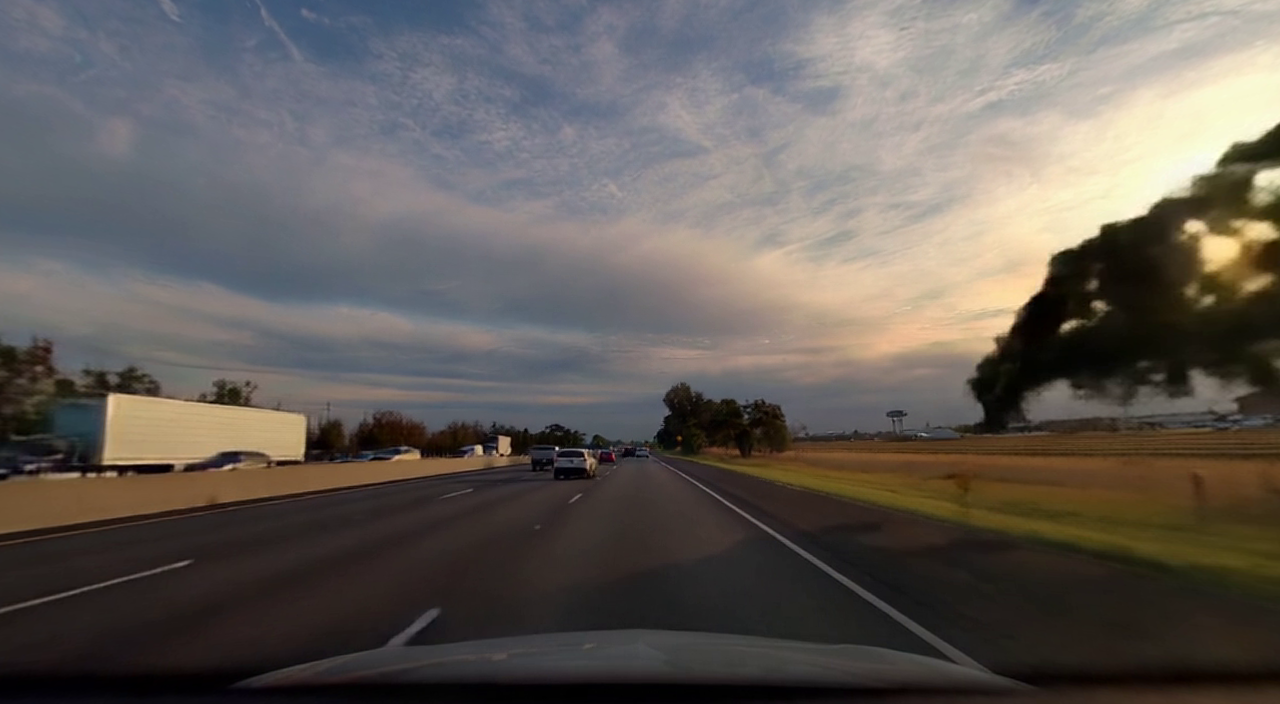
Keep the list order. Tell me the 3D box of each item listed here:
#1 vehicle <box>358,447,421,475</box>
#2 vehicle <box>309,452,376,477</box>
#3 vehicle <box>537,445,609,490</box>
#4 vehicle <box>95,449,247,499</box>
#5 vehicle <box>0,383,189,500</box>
[{"bbox_3d":[-15.460,6.745,39.255,1.996,1.562,4.705,0,-9,0],"label":"vehicle"},{"bbox_3d":[-19.195,7.243,40.930,2.277,1.479,4.248,0,-9,0],"label":"vehicle"},{"bbox_3d":[-2.384,4.250,23.582,2.110,1.500,4.259,-1,-9,2],"label":"vehicle"},{"bbox_3d":[-15.610,4.034,21.332,1.904,1.501,4.158,0,-9,0],"label":"vehicle"},{"bbox_3d":[-22.924,3.734,26.164,3.289,4.194,6.586,0,-9,0],"label":"vehicle"}]
